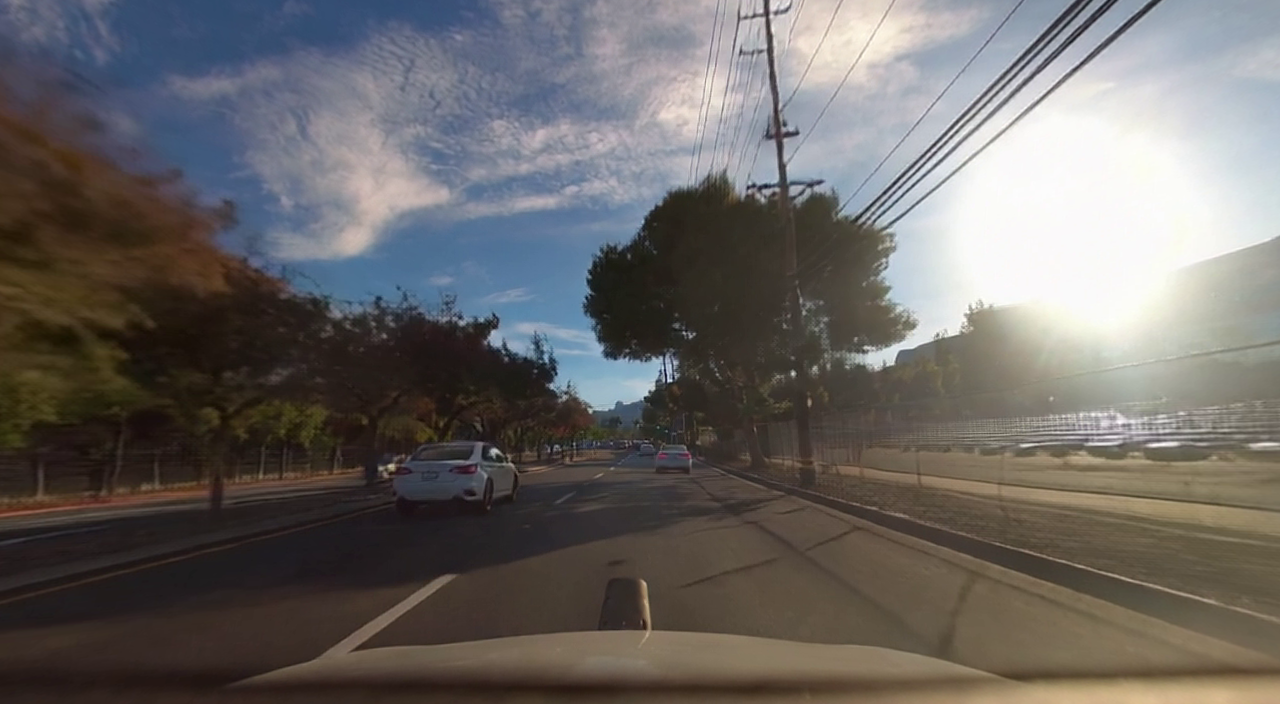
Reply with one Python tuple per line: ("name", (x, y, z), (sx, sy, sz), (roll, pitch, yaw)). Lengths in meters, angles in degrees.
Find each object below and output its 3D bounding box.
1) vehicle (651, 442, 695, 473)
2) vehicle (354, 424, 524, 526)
("vehicle", (1.596, 5.298, 31.800), (2.059, 1.486, 3.980), (0, -8, 1))
("vehicle", (-3.800, 2.394, 12.820), (1.950, 1.692, 4.397), (0, -8, 1))
